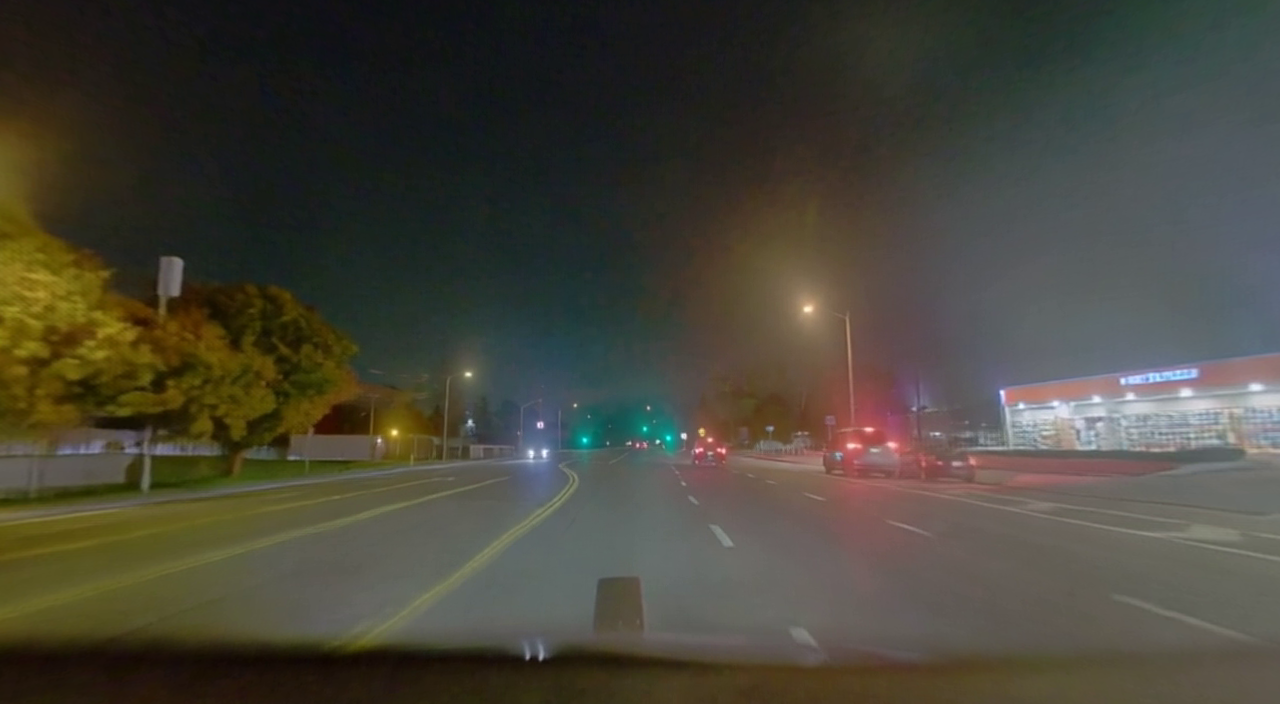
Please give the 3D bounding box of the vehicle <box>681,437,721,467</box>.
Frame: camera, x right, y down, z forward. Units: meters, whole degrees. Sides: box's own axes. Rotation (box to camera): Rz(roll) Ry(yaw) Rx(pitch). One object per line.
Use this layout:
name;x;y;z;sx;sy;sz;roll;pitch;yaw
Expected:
vehicle;3.587;5.977;37.812;1.957;1.643;4.226;0;-9;0

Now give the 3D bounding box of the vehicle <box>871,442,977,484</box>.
vehicle;10.738;4.220;24.336;1.857;1.411;4.859;0;-9;1

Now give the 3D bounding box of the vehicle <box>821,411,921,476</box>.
vehicle;10.774;4.374;30.097;2.507;2.745;5.779;0;-9;0
